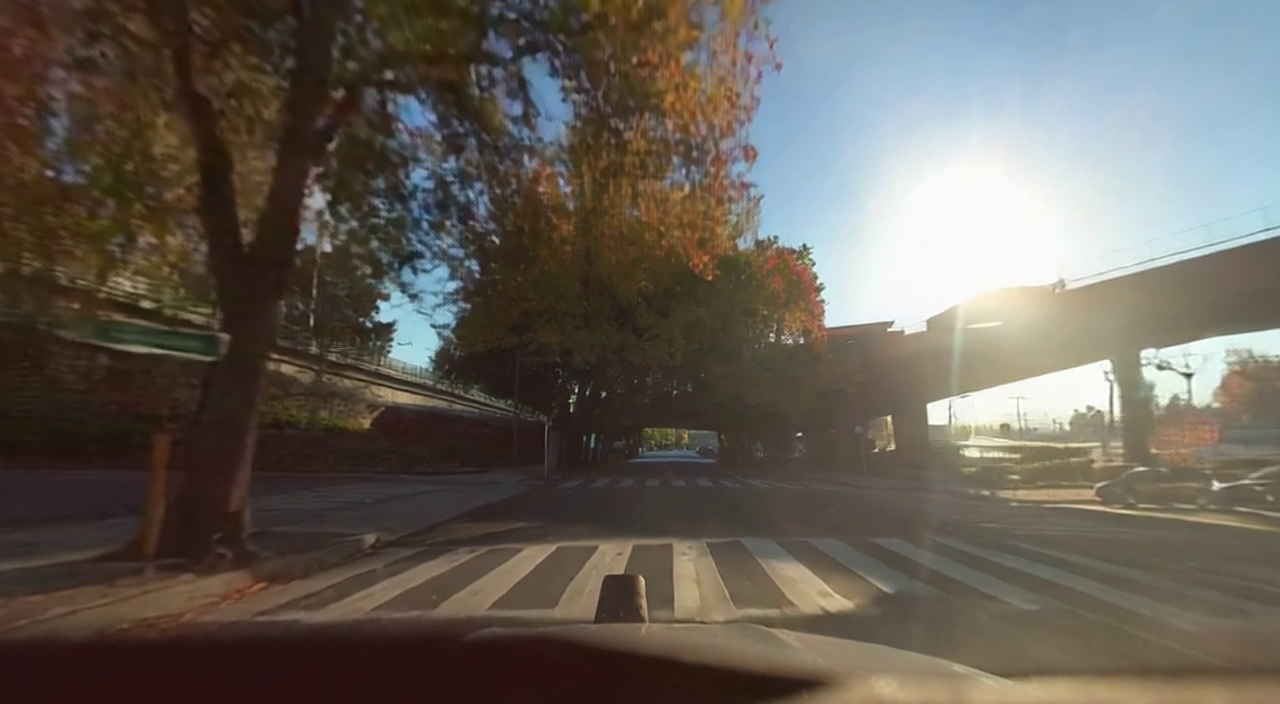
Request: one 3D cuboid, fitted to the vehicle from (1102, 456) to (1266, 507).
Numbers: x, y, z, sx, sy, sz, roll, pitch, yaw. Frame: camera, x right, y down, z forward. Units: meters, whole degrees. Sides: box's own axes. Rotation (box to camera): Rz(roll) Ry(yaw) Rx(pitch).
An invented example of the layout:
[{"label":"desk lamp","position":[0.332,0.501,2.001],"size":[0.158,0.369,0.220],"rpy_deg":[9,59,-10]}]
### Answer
[{"label":"vehicle","position":[20.600,4.845,24.009],"size":[2.066,1.654,4.269],"rpy_deg":[7,-11,-37]}]
